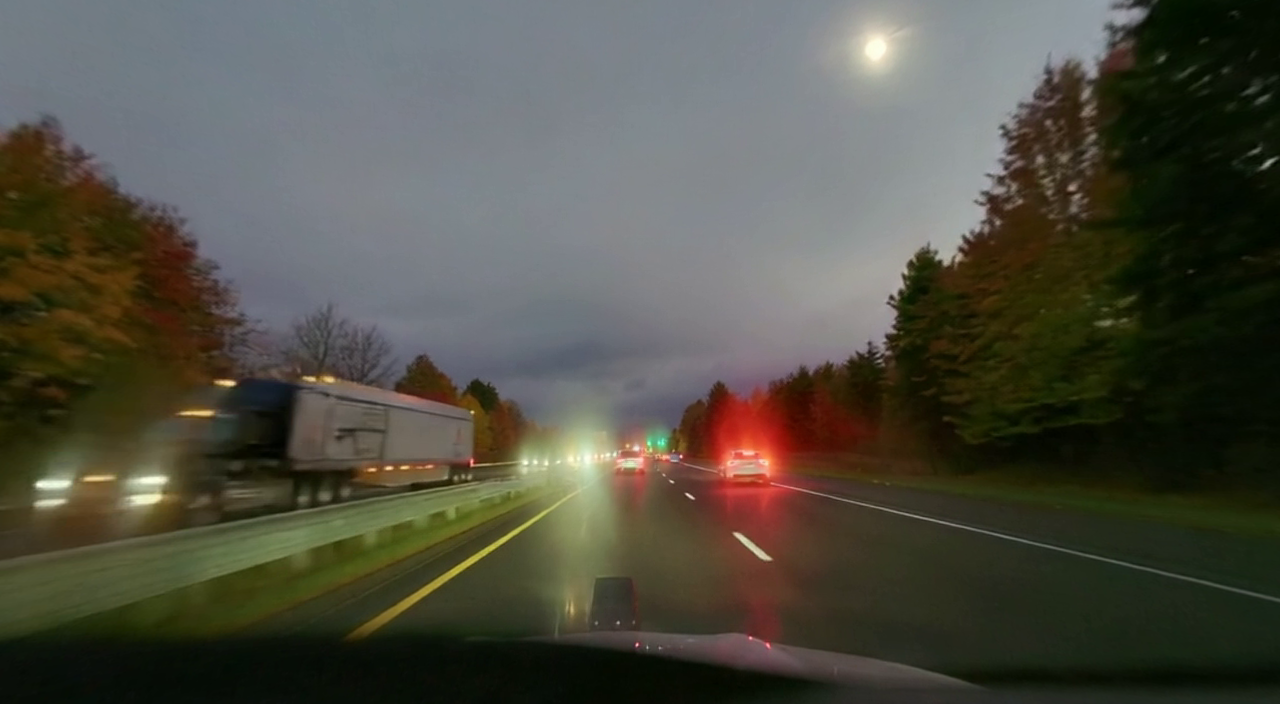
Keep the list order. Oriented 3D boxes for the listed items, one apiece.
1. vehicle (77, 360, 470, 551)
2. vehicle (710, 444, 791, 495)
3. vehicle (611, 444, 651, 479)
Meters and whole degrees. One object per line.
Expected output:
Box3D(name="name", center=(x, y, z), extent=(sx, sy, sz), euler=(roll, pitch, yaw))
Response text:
Box3D(name="vehicle", center=(-9.191, 3.198, 20.283), extent=(2.893, 3.609, 16.653), euler=(0, -9, 0))
Box3D(name="vehicle", center=(3.567, 3.892, 21.121), extent=(1.843, 1.505, 4.339), euler=(0, -9, -1))
Box3D(name="vehicle", center=(-0.457, 5.714, 32.912), extent=(1.937, 1.699, 3.936), euler=(0, -9, 0))
